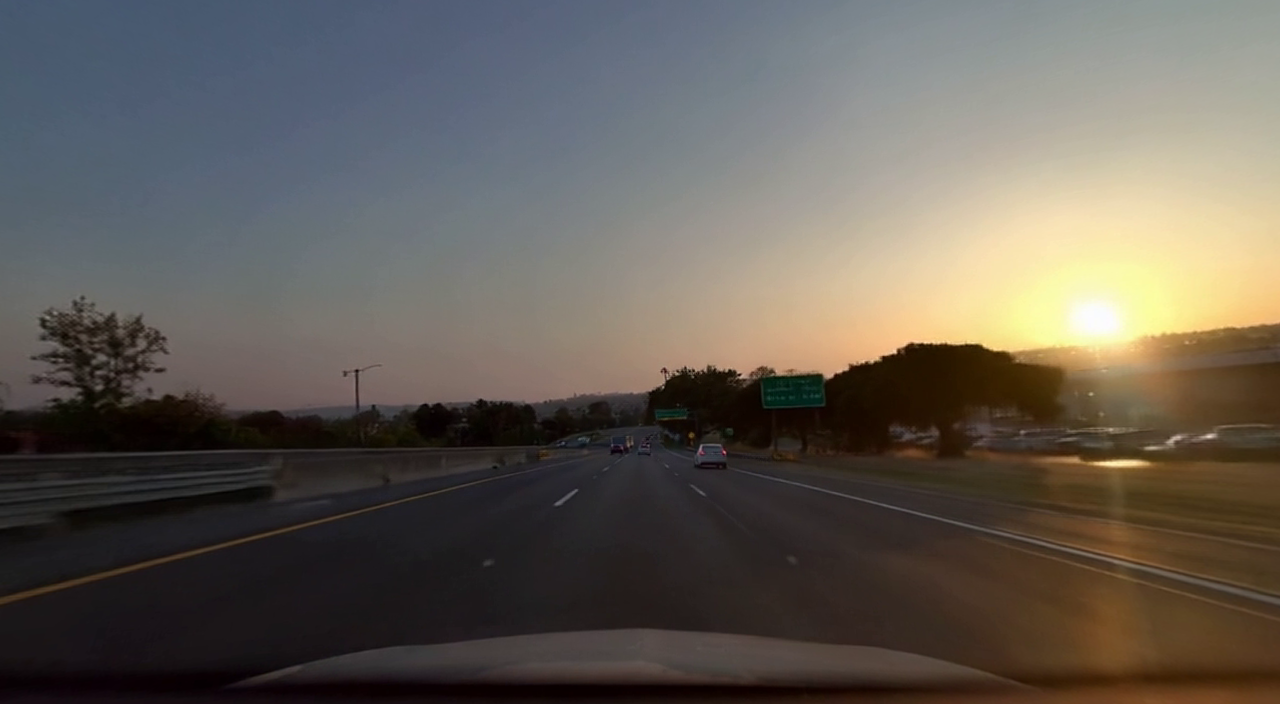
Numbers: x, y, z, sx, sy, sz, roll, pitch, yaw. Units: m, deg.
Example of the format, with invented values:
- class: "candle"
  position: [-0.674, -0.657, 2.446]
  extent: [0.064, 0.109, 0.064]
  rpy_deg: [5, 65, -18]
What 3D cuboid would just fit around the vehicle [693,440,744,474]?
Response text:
- class: "vehicle"
  position: [3.925, 5.369, 32.482]
  extent: [2.085, 1.594, 4.848]
  rpy_deg: [0, -8, 1]
